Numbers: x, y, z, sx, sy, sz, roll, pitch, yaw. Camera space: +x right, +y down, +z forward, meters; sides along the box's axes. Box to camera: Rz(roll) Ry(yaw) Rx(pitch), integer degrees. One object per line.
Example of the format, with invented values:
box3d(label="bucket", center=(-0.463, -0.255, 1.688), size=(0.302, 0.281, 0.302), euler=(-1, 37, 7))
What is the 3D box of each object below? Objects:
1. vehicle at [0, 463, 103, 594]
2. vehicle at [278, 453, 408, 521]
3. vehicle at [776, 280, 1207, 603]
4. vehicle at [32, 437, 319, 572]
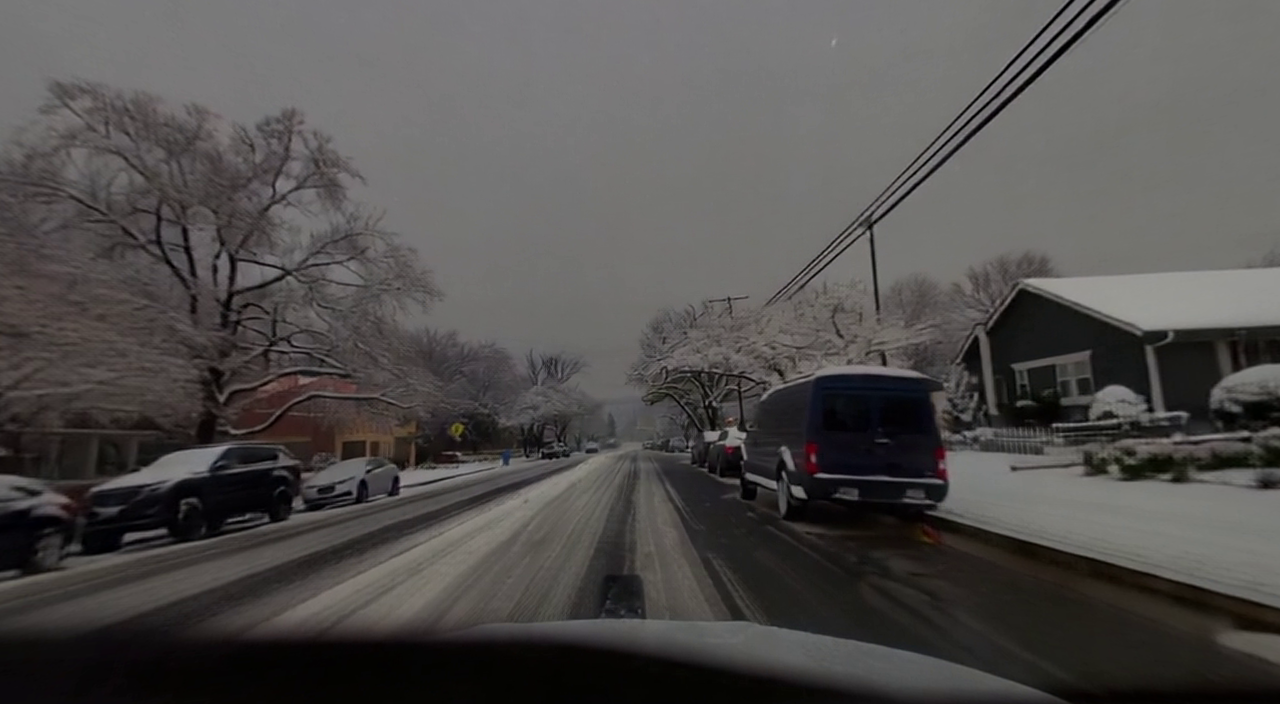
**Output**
box3d(label="vehicle", center=(-8.385, 2.060, 6.817), size=(1.821, 1.476, 4.060), euler=(-3, -8, -4))
box3d(label="vehicle", center=(-8.438, 3.815, 18.397), size=(1.839, 1.384, 4.124), euler=(-7, -7, -2))
box3d(label="vehicle", center=(3.065, 0.920, 6.739), size=(2.233, 2.453, 3.787), euler=(0, -8, -2))
box3d(label="vehicle", center=(-8.514, 2.709, 12.295), size=(2.163, 1.841, 4.679), euler=(-6, -7, -2))
